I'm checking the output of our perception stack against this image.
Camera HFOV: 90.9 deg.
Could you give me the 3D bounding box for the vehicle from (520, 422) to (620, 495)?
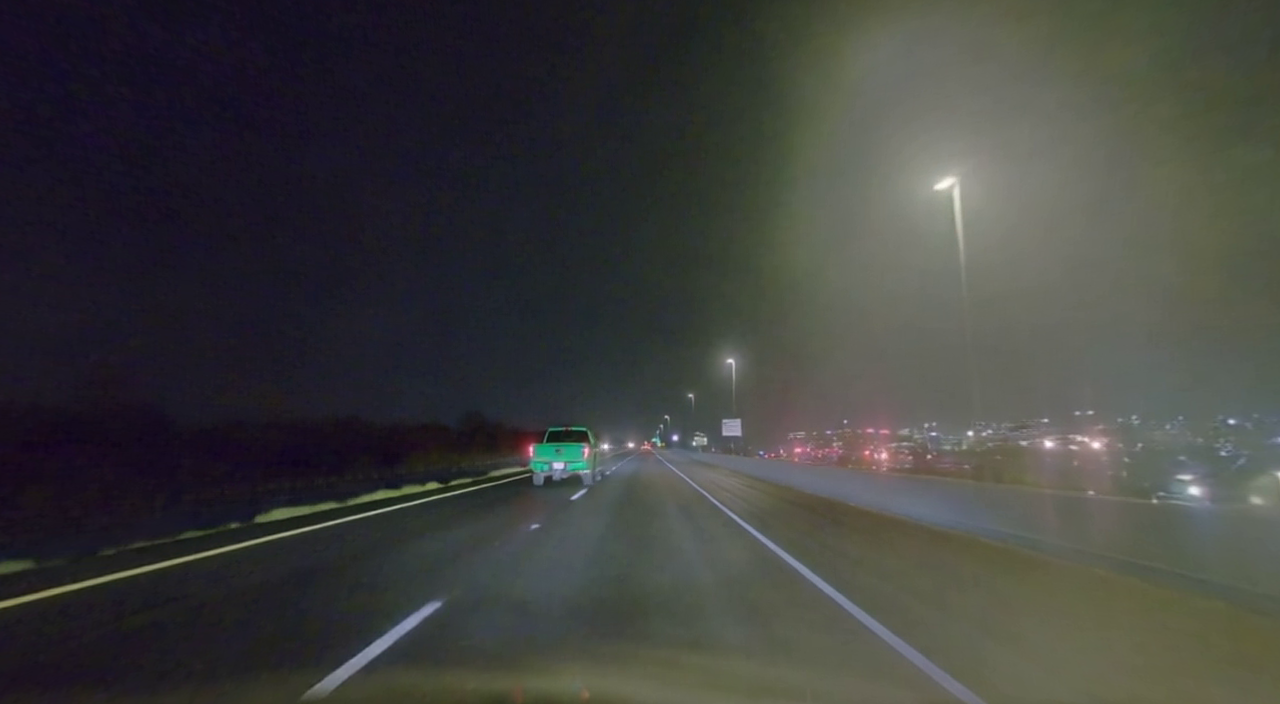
[{"bbox_3d":[-1.992,3.289,19.860,2.350,1.932,5.562,-1,-8,2],"label":"vehicle"}]
